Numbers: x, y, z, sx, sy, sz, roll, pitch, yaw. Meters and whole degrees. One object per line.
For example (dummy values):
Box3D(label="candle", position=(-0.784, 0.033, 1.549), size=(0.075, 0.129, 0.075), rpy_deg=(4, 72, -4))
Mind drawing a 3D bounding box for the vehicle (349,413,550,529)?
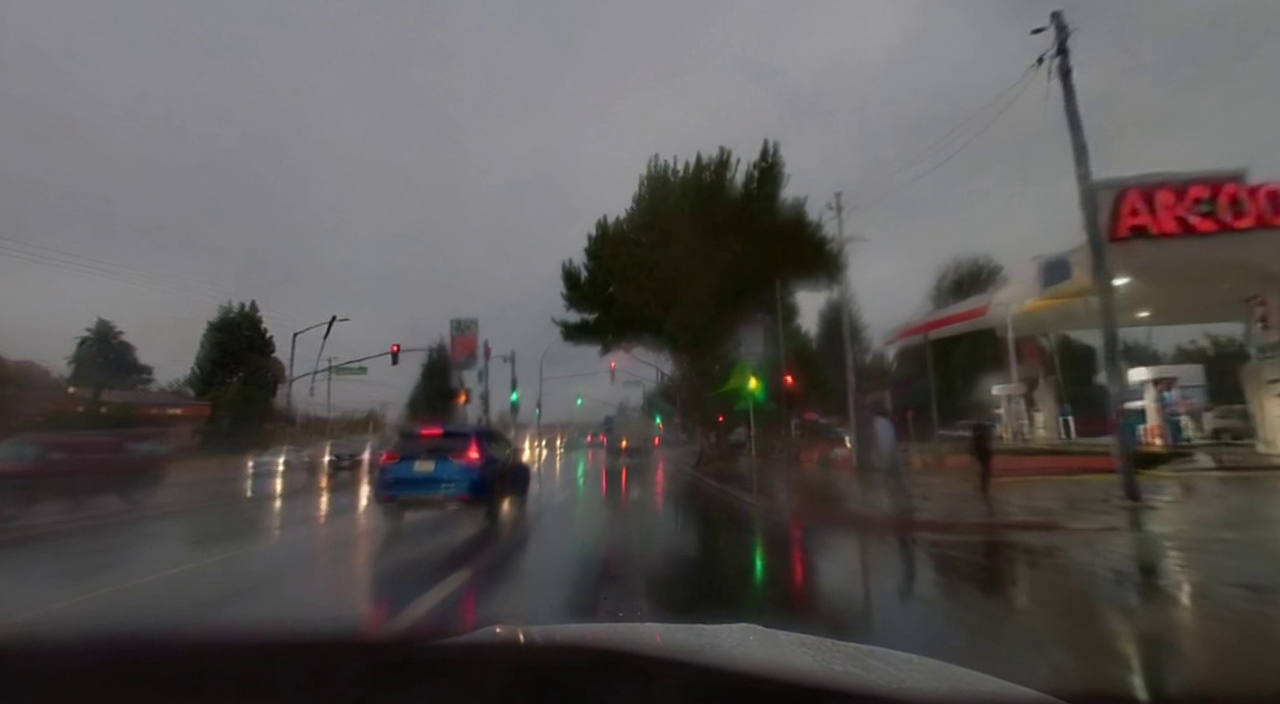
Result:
Box3D(label="vehicle", position=(-3.242, 2.171, 12.039), size=(2.247, 1.734, 4.919), rpy_deg=(0, -9, 1))

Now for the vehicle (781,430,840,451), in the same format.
Box3D(label="vehicle", position=(13.227, 6.881, 48.807), size=(3.997, 1.496, 1.907), rpy_deg=(3, -9, -18))

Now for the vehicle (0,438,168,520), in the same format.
Box3D(label="vehicle", position=(-15.294, 3.308, 16.820), size=(2.044, 1.832, 4.569), rpy_deg=(-2, -8, -4))

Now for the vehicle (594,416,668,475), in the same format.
Box3D(label="vehicle", position=(-0.371, 3.631, 24.418), size=(2.552, 1.999, 5.498), rpy_deg=(0, -9, -1))

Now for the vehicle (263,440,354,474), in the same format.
Box3D(label="vehicle", position=(-16.481, 5.244, 31.580), size=(2.191, 1.544, 4.541), rpy_deg=(0, -9, -2))

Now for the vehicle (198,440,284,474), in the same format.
Box3D(label="vehicle", position=(-31.360, 8.271, 49.563), size=(5.274, 1.973, 2.438), rpy_deg=(-8, -10, 4))
